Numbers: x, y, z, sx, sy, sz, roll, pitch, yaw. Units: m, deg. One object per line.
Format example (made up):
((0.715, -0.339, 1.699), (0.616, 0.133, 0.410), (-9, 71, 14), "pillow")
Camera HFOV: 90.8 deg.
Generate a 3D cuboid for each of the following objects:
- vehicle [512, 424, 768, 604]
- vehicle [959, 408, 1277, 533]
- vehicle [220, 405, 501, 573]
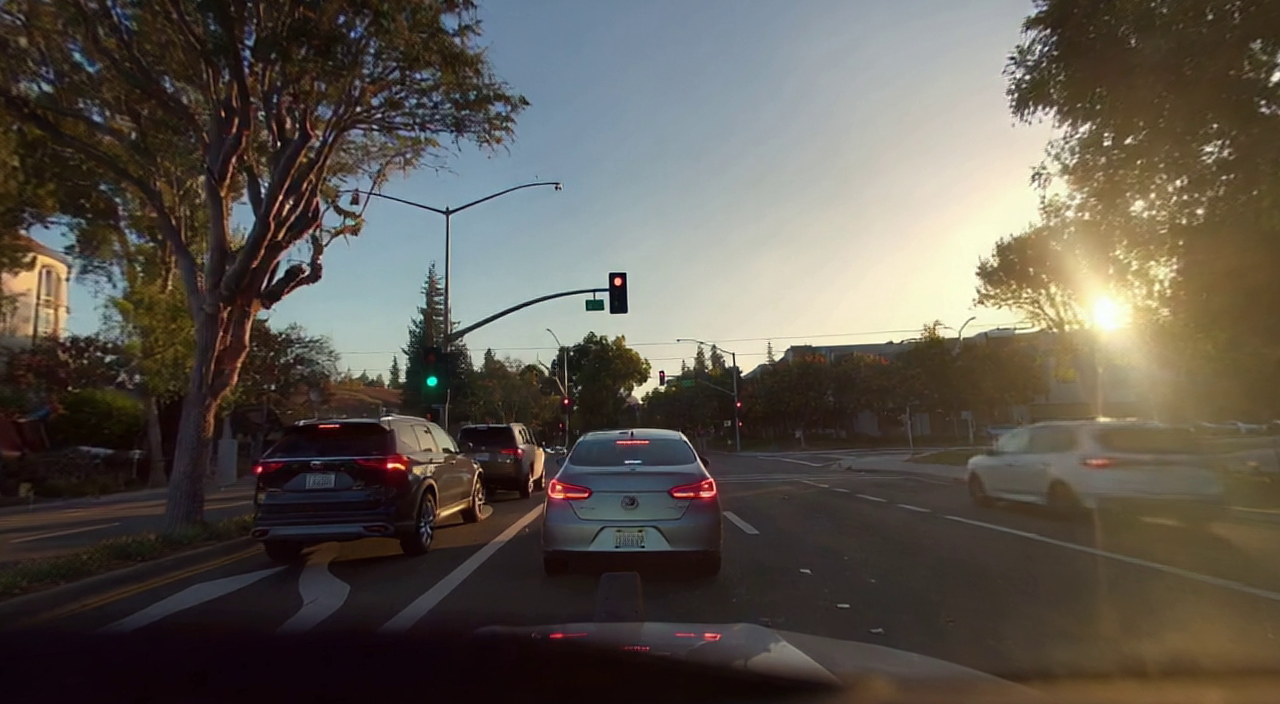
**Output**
((-0.061, 1.642, 7.312), (2.126, 1.475, 3.967), (0, -8, -2), "vehicle")
((7.819, 1.984, 11.101), (2.059, 1.719, 4.443), (0, -8, 0), "vehicle")
((-3.427, 1.758, 8.856), (2.046, 1.751, 4.208), (0, -8, -1), "vehicle")
